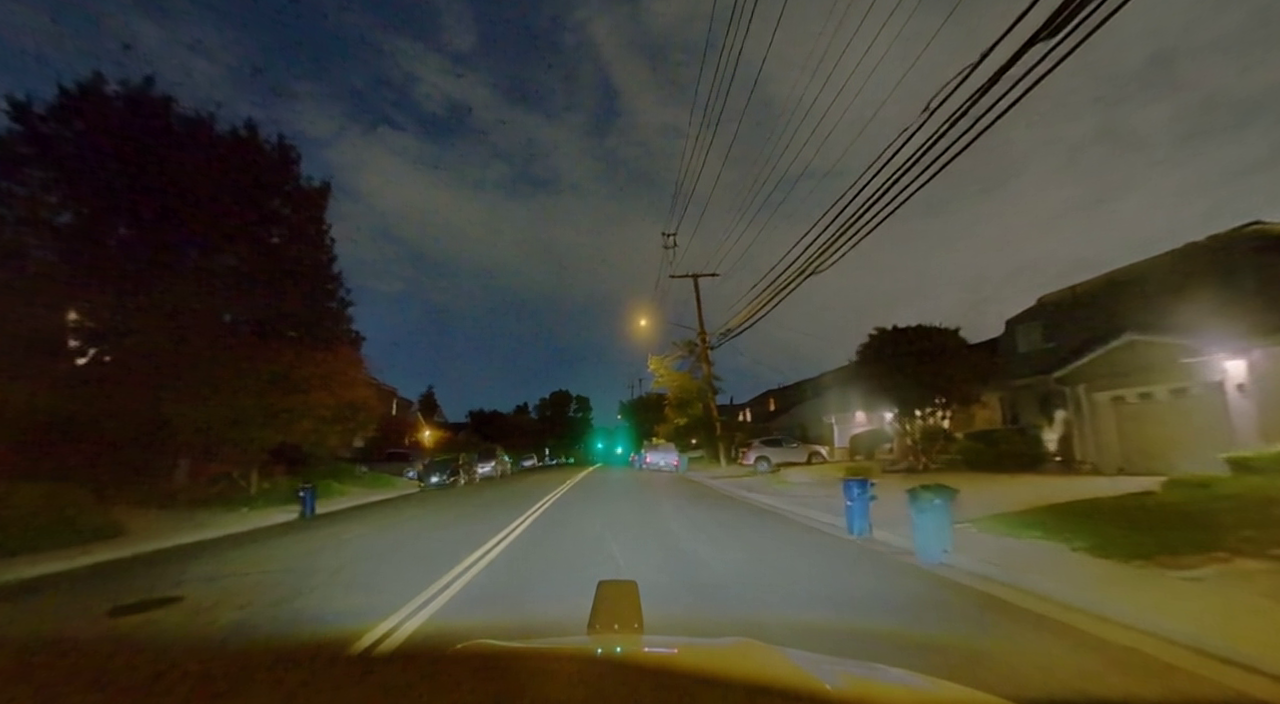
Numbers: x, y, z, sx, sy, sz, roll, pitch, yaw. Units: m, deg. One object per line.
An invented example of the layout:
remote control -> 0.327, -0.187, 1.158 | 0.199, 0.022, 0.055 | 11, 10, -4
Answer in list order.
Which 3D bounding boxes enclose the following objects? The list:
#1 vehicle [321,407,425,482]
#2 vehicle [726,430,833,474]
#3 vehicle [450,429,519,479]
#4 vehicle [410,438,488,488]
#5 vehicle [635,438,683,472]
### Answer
vehicle -> -12.998, 4.631, 31.591 | 2.781, 3.221, 7.995 | 1, -8, -9
vehicle -> 6.647, 4.831, 30.447 | 4.489, 1.812, 2.056 | 0, -13, -7
vehicle -> -8.010, 5.467, 33.221 | 2.269, 2.229, 6.042 | -2, -12, -1
vehicle -> -7.767, 4.666, 26.182 | 2.046, 1.777, 4.473 | -2, -12, -3
vehicle -> 1.115, 6.421, 39.720 | 2.203, 1.952, 5.111 | 1, -8, -7
